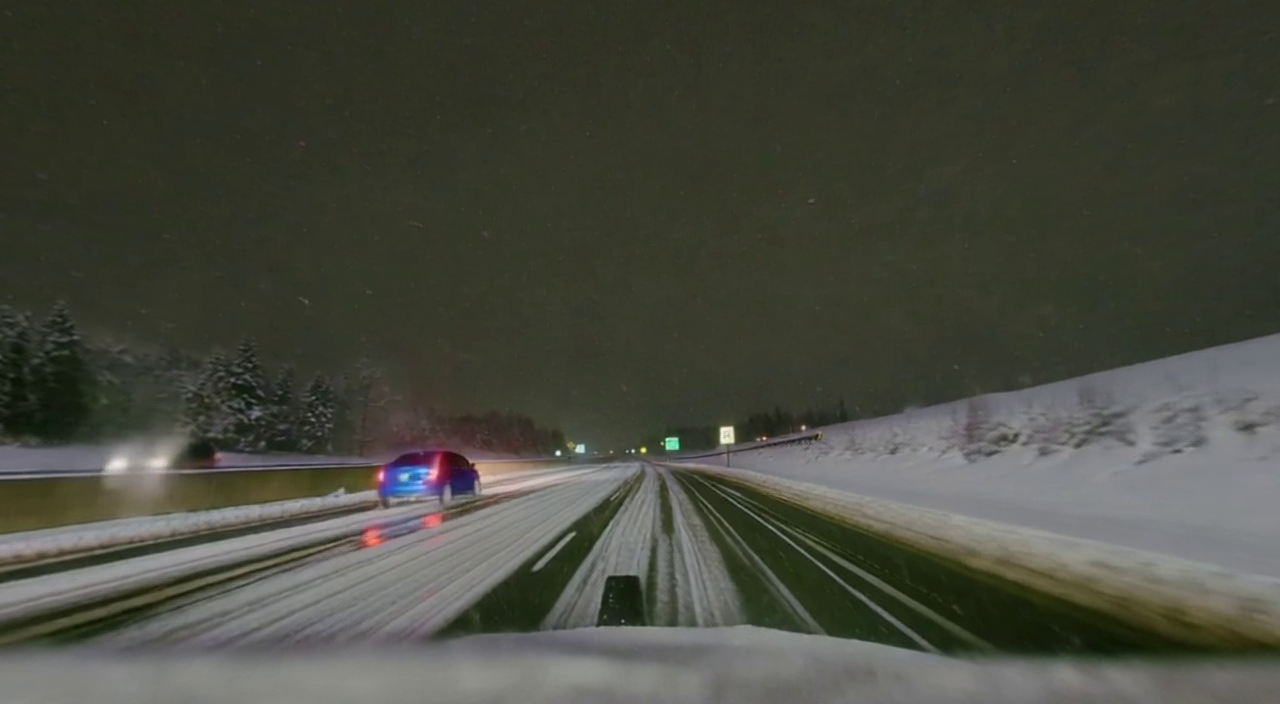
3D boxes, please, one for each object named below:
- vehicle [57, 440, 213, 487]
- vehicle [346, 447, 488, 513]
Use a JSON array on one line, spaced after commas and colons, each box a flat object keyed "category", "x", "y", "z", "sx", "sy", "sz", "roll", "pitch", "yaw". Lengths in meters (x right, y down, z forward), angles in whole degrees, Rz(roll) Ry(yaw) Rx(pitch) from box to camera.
[{"category": "vehicle", "x": -18.747, "y": 4.160, "z": 23.739, "sx": 2.039, "sy": 1.579, "sz": 4.522, "roll": 0, "pitch": -9, "yaw": 1}, {"category": "vehicle", "x": -6.039, "y": 3.515, "z": 17.817, "sx": 2.172, "sy": 1.587, "sz": 4.518, "roll": -1, "pitch": -9, "yaw": 3}]
